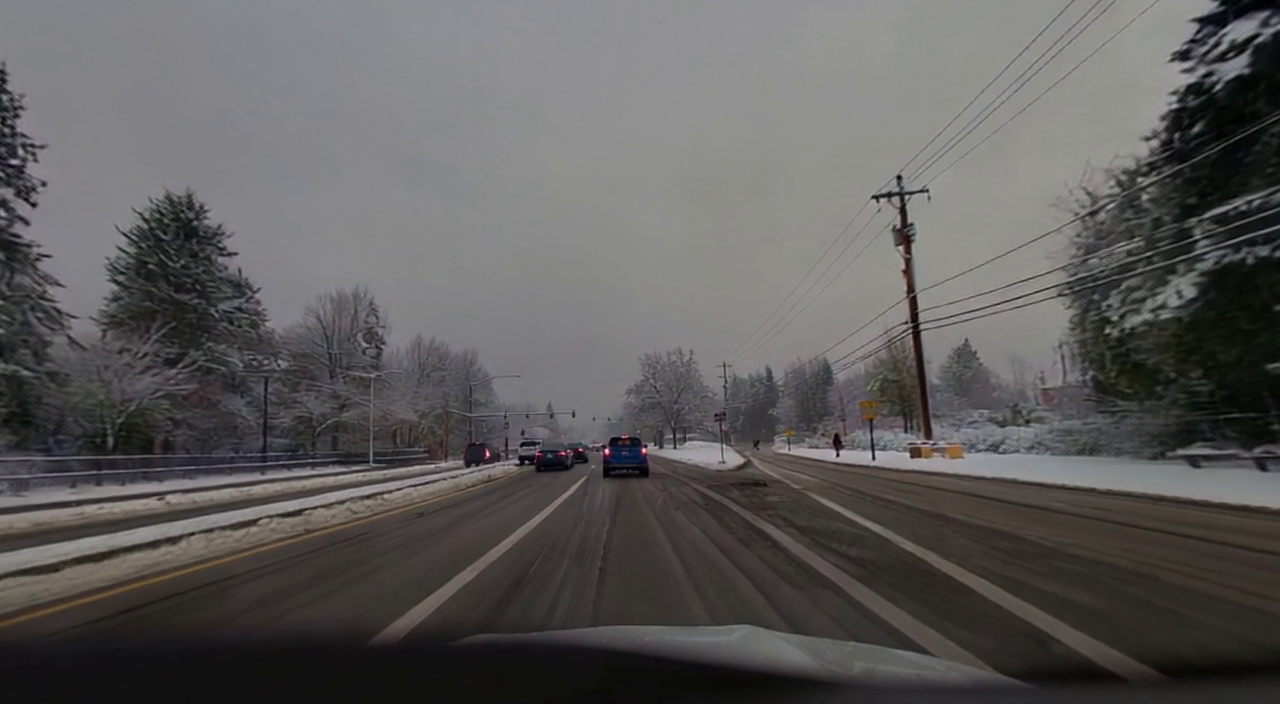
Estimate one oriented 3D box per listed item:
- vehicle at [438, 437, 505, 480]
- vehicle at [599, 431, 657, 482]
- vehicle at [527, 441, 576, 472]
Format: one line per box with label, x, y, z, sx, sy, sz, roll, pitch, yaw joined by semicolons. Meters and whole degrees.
vehicle;-6.903;4.406;26.353;1.860;1.634;4.089;0;-8;-3
vehicle;-0.508;3.978;24.283;2.012;1.769;3.897;0;-8;-2
vehicle;-4.571;5.487;33.344;2.087;1.485;4.452;0;-8;-2
